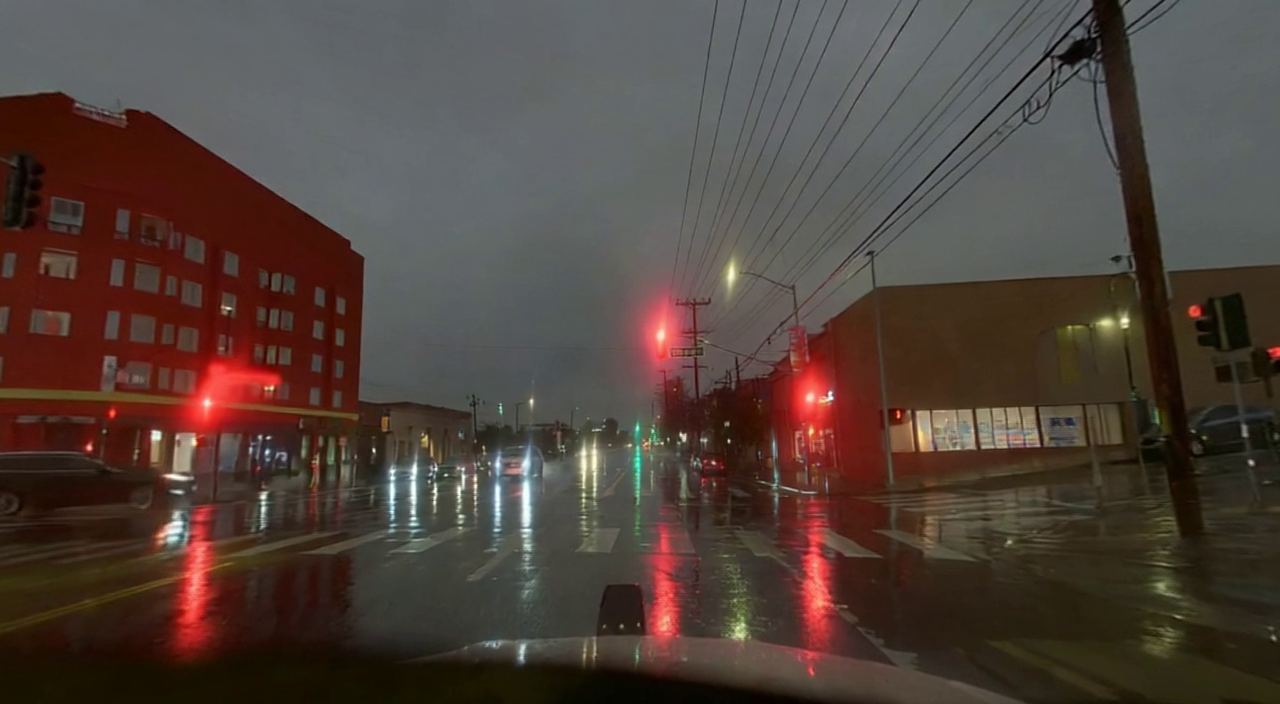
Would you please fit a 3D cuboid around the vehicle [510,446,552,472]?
[{"bbox_3d":[-8.177,8.011,47.566,2.096,1.830,4.752,0,-9,2],"label":"vehicle"}]

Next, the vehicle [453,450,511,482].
[{"bbox_3d":[-8.739,6.309,35.187,2.020,1.672,3.842,0,-9,3],"label":"vehicle"}]

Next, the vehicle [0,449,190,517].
[{"bbox_3d":[-15.141,3.432,16.787,4.525,1.650,2.120,2,-9,-11],"label":"vehicle"}]

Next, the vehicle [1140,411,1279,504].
[{"bbox_3d":[12.682,2.130,12.839,3.234,1.746,1.941,0,-9,1],"label":"vehicle"}]

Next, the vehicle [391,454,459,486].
[{"bbox_3d":[-12.053,6.610,35.606,1.943,1.574,4.727,0,-9,3],"label":"vehicle"}]
